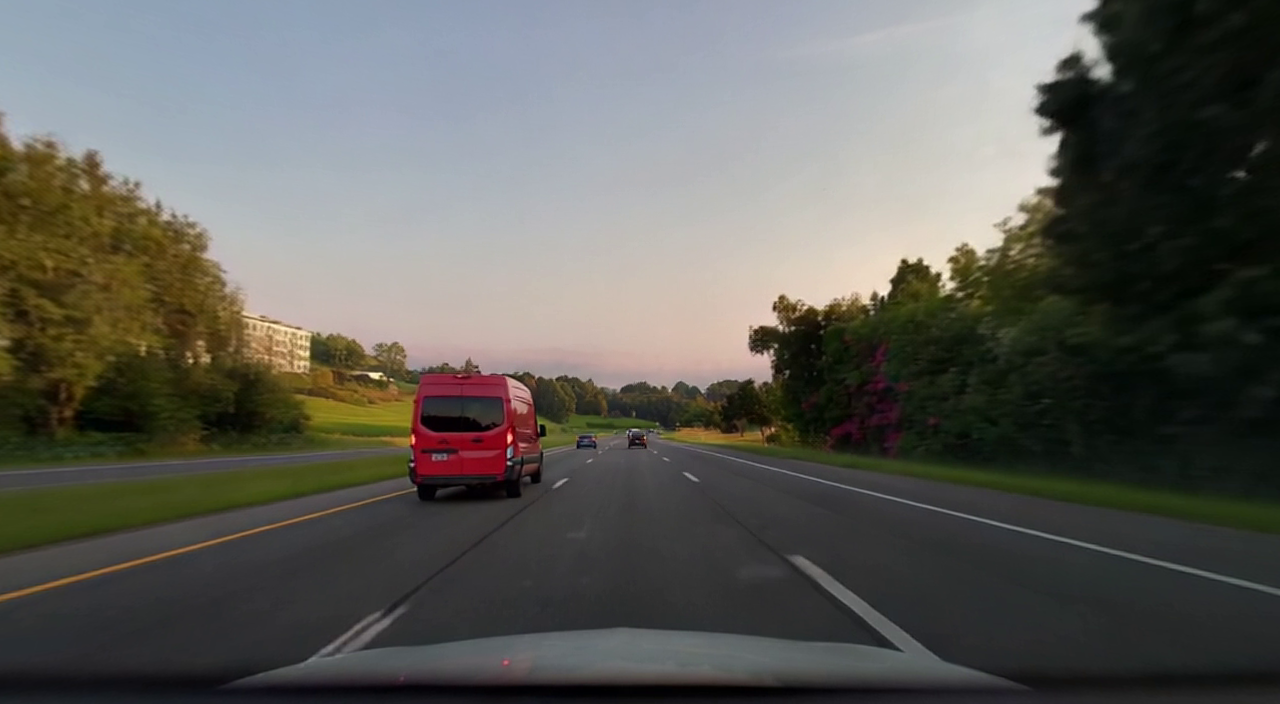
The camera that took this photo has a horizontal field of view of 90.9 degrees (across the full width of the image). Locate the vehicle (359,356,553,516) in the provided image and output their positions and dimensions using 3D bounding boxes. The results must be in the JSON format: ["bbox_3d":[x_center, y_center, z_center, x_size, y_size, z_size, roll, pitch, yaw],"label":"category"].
[{"bbox_3d":[-3.371,1.744,13.170,2.424,2.577,5.828,0,-8,-2],"label":"vehicle"}]

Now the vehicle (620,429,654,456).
[{"bbox_3d":[-0.222,5.911,41.131,2.104,1.646,4.176,0,-8,-1],"label":"vehicle"}]
